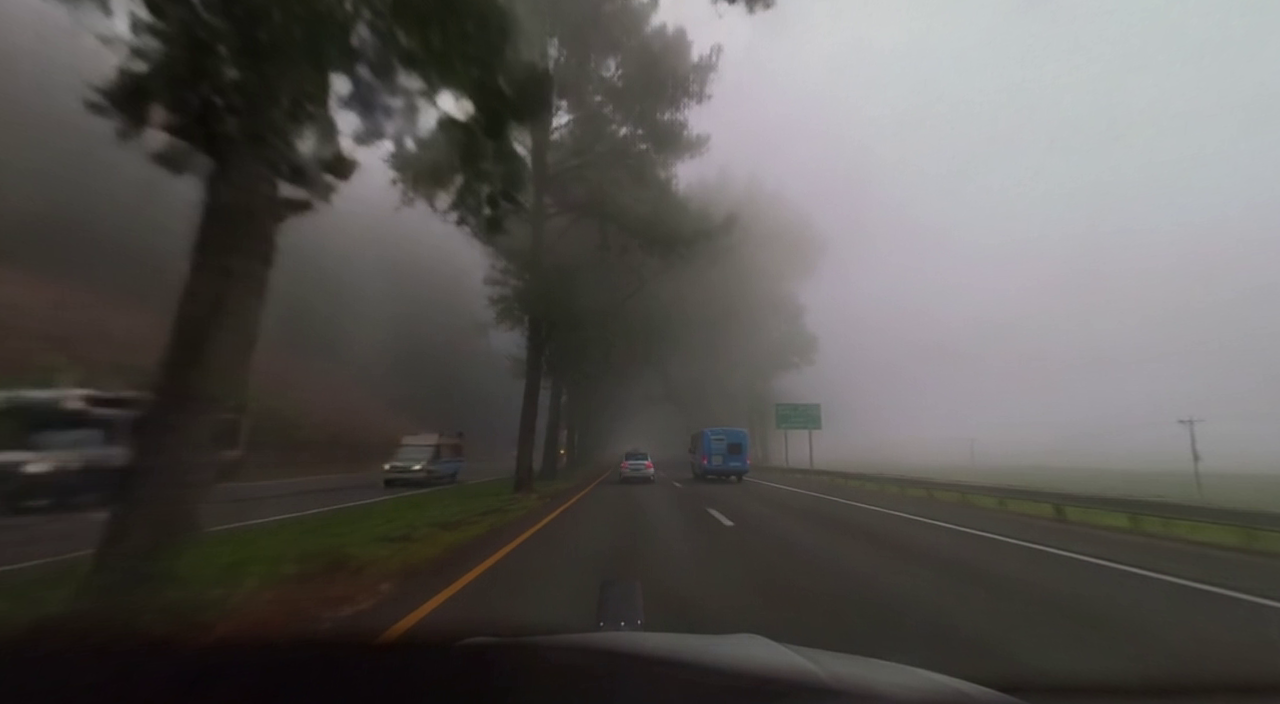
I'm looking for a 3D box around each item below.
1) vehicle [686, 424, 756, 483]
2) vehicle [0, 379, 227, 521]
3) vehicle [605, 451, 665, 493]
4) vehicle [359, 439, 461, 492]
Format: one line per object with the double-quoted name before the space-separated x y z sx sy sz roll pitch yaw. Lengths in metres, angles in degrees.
"vehicle" 3.852 5.033 31.396 2.513 2.633 5.930 0 -9 -2
"vehicle" -12.244 2.178 14.114 2.493 2.597 4.839 -1 -9 2
"vehicle" -0.192 4.406 23.538 2.037 1.417 3.885 0 -9 -1
"vehicle" -7.797 3.881 21.797 1.914 1.609 4.184 0 -9 0
